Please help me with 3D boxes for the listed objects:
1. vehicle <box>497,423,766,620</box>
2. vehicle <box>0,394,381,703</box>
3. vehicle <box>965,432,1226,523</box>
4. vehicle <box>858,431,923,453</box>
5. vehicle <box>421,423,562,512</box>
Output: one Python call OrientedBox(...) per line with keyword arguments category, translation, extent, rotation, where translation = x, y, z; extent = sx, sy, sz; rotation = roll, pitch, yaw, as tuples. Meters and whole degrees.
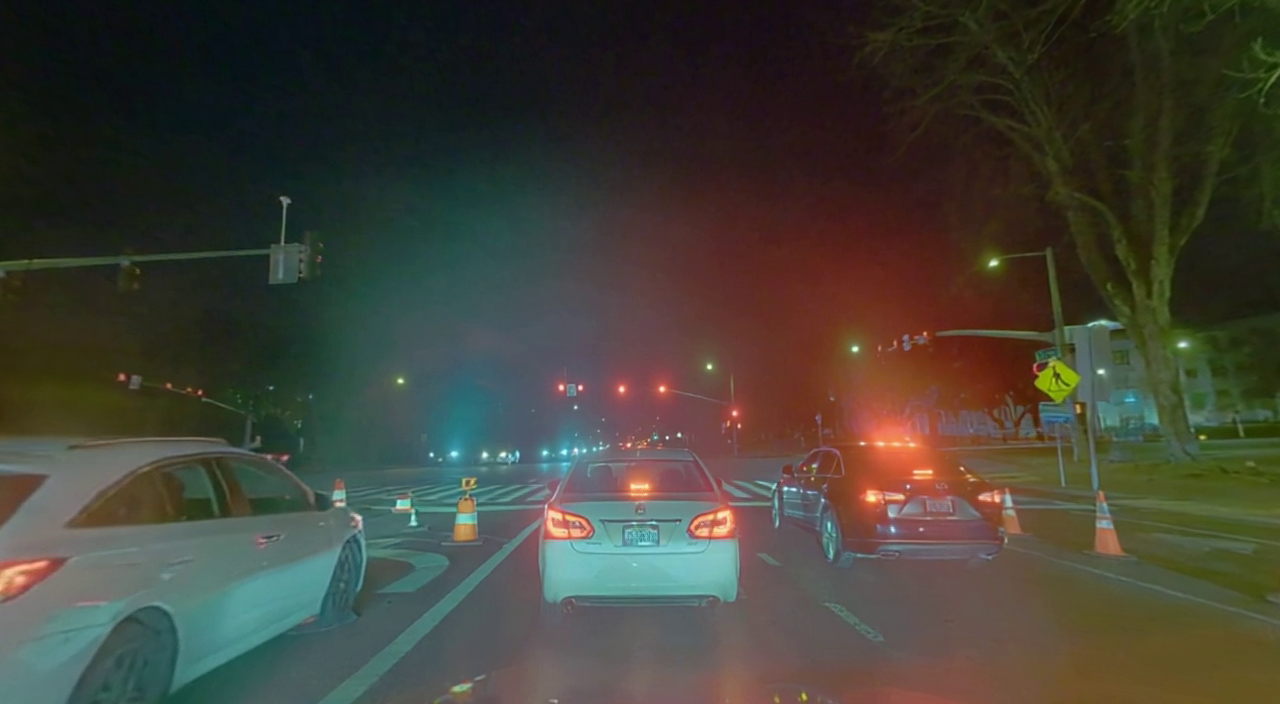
OrientedBox(category="vehicle", translation=(-0.122, 1.625, 7.067), extent=(2.061, 1.486, 4.332), rotation=(0, -8, -2))
OrientedBox(category="vehicle", translation=(-3.642, 1.226, 4.497), extent=(1.863, 1.526, 4.006), rotation=(0, -9, 0))
OrientedBox(category="vehicle", translation=(9.341, 2.582, 13.581), extent=(1.957, 1.576, 4.670), rotation=(0, -9, -3))
OrientedBox(category="vehicle", translation=(19.711, 7.116, 49.629), extent=(4.211, 1.659, 1.983), rotation=(0, -9, -2))
OrientedBox(category="vehicle", translation=(-3.318, 2.707, 15.210), extent=(2.096, 1.789, 4.719), rotation=(0, -9, 2))
